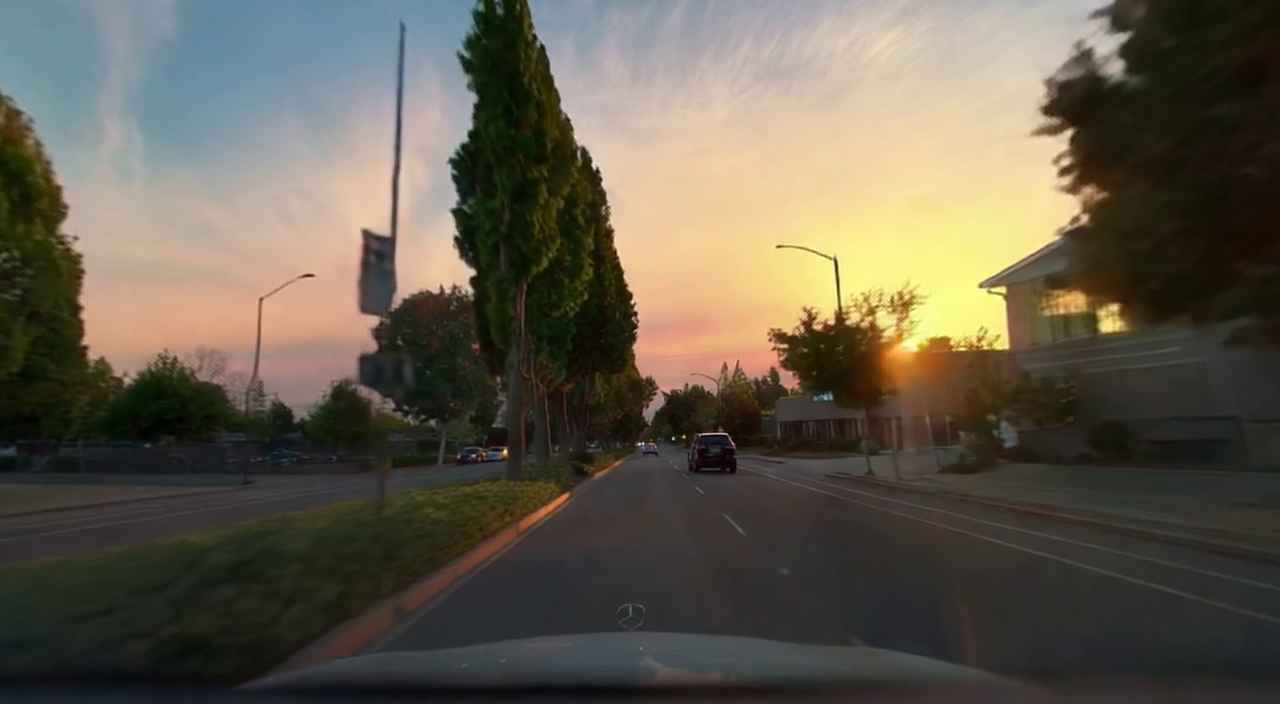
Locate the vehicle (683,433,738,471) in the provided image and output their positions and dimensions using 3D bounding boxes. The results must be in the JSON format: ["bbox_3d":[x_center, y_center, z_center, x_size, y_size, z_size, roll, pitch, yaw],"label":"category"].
[{"bbox_3d":[3.464,5.001,31.724,2.143,1.759,4.378,0,-8,-1],"label":"vehicle"}]
